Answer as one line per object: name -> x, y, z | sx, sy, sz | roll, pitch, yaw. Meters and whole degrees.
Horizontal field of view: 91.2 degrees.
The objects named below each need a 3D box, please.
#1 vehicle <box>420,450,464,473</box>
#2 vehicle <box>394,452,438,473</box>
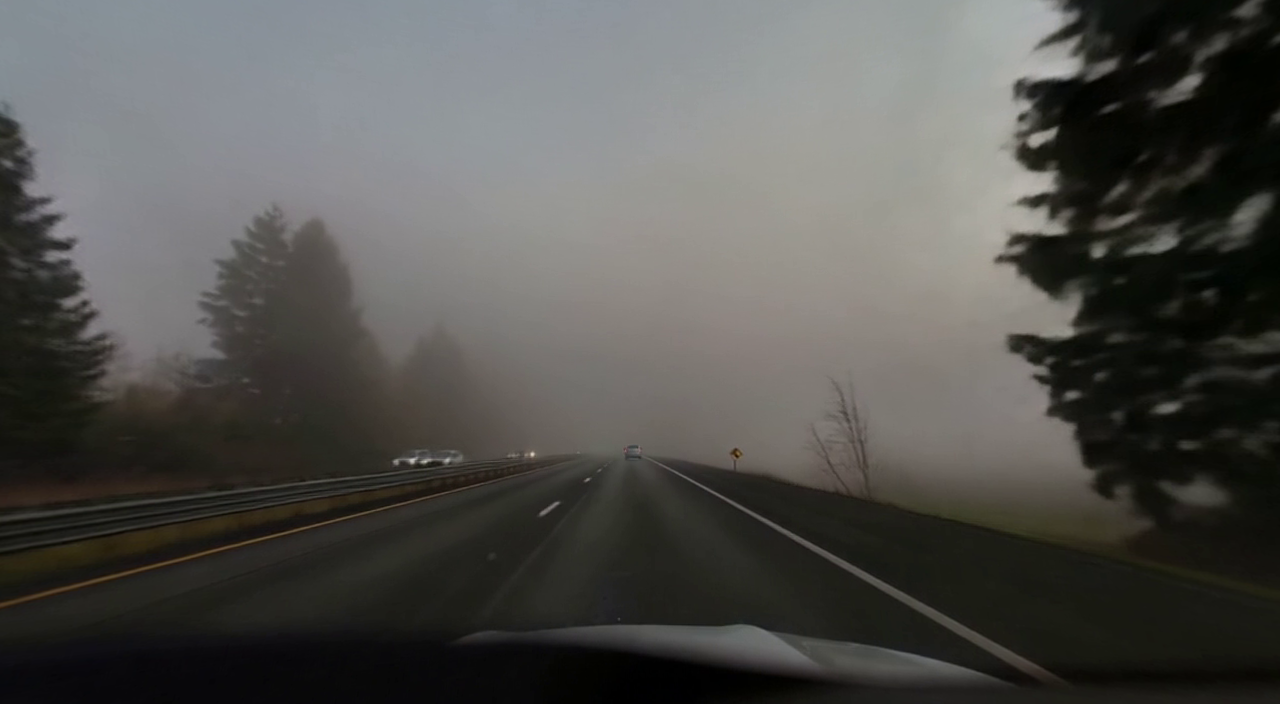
vehicle -> -13.335, 7.360, 42.375 | 1.632, 1.496, 4.240 | 0, -9, -1
vehicle -> -17.510, 8.643, 49.161 | 1.821, 1.481, 4.435 | 0, -9, -1
